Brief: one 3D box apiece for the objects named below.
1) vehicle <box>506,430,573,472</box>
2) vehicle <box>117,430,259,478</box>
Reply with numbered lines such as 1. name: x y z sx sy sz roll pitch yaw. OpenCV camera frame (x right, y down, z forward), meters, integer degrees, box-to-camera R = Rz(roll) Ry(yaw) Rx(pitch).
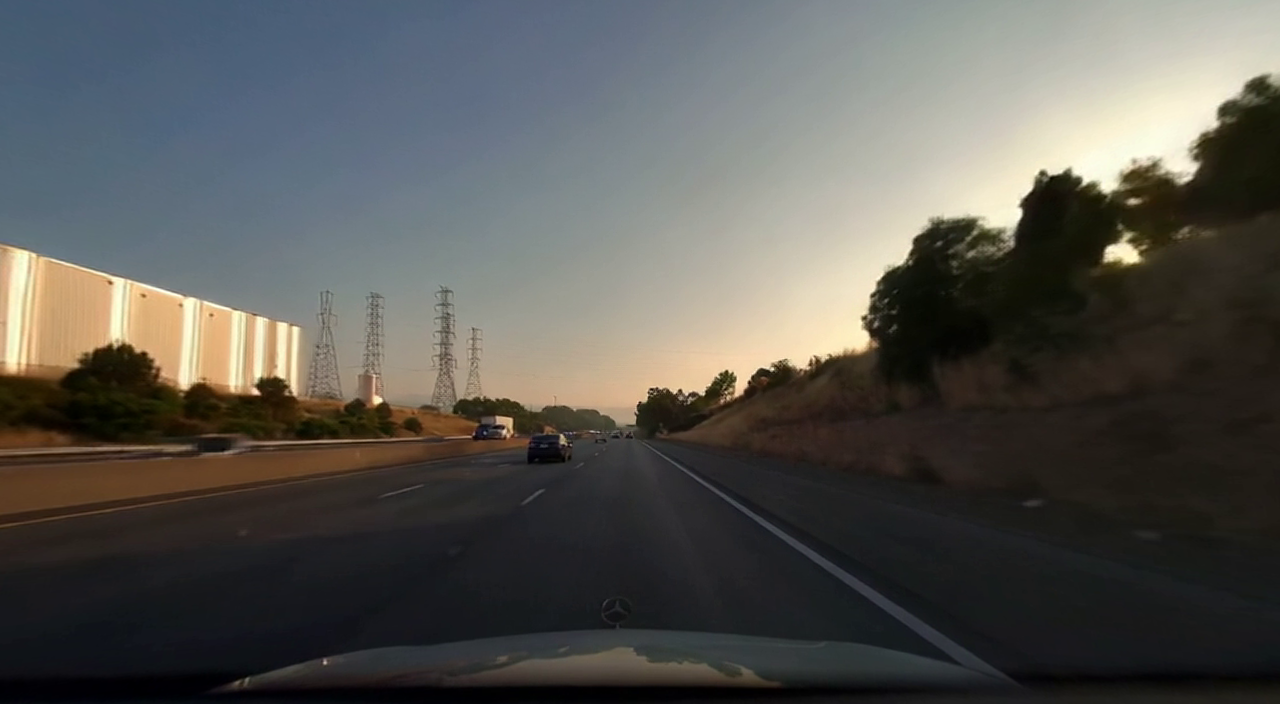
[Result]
1. vehicle: -3.731 3.747 24.082 1.952 1.462 3.969 0 -8 -1
2. vehicle: -15.541 3.503 21.998 1.891 1.492 4.182 0 -8 -1
